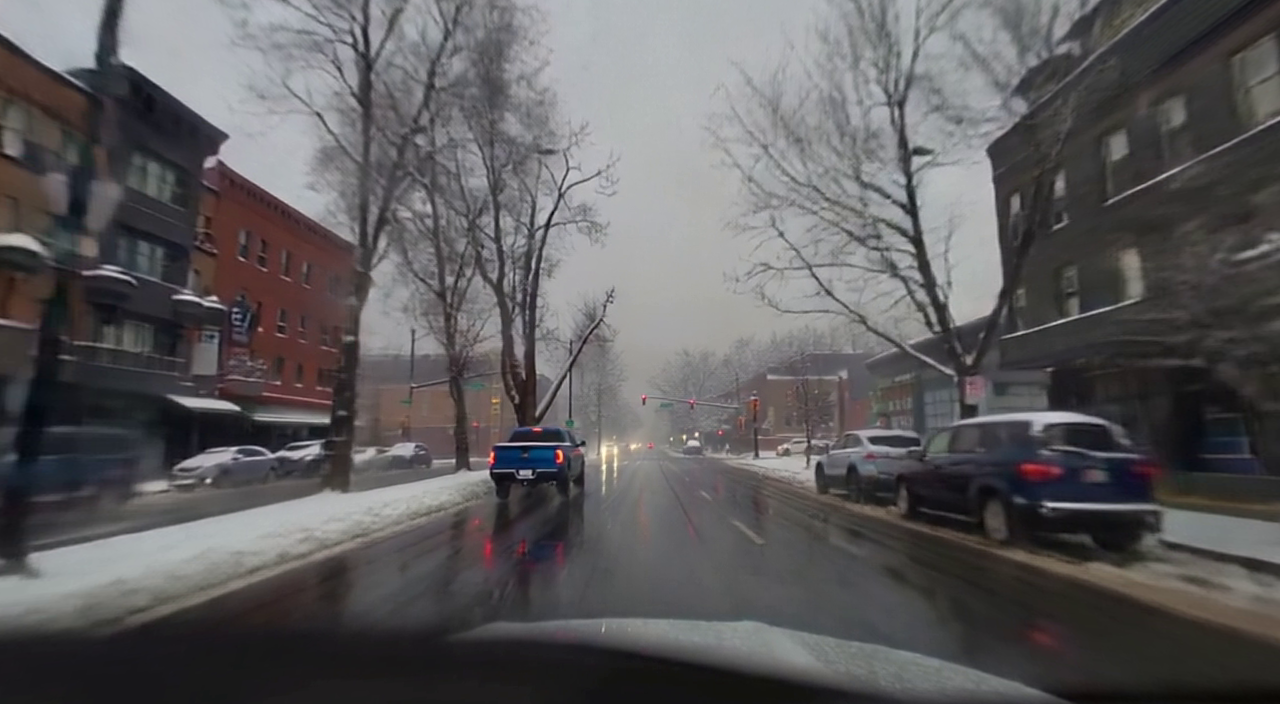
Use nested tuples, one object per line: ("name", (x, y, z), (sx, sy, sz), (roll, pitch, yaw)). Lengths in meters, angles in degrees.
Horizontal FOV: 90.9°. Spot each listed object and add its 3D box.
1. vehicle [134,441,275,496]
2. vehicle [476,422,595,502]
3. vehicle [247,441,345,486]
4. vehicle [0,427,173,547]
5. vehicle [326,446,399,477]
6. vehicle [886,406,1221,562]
("vehicle", (-16.113, 4.288, 23.711), (1.928, 1.824, 4.664), (0, -9, 0))
("vehicle", (-2.566, 2.900, 17.047), (2.197, 1.786, 5.365), (0, -9, 1))
("vehicle", (-15.888, 5.135, 29.488), (1.948, 1.827, 4.730), (-2, -8, 0))
("vehicle", (-10.159, 2.087, 10.033), (2.013, 1.704, 4.364), (0, -9, 1))
("vehicle", (-15.949, 6.298, 36.558), (2.100, 1.596, 4.739), (-2, -9, 0))
("vehicle", (5.887, 1.940, 10.004), (2.043, 1.841, 4.842), (0, -9, 1))
